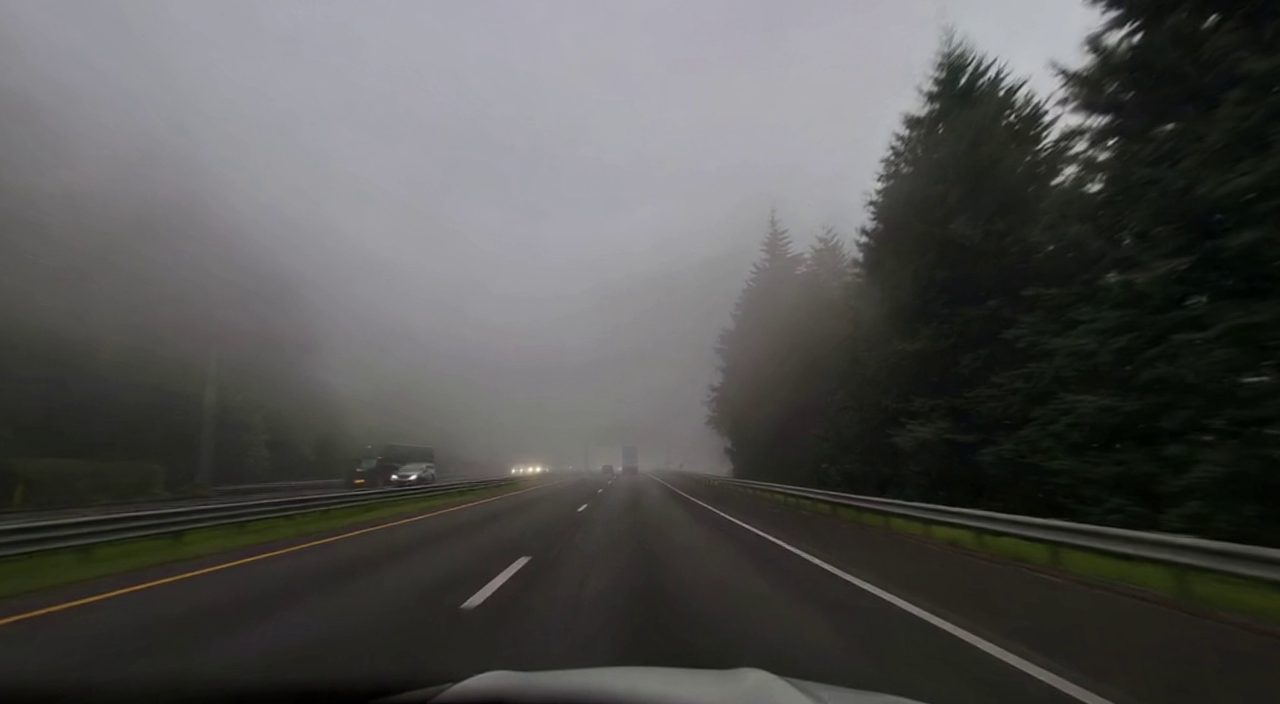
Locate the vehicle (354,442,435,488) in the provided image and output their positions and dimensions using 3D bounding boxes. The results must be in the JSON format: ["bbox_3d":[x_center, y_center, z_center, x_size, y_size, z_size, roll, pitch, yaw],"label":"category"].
[{"bbox_3d":[-16.896,7.888,43.956,2.646,2.925,7.512,1,-10,-1],"label":"vehicle"}]
